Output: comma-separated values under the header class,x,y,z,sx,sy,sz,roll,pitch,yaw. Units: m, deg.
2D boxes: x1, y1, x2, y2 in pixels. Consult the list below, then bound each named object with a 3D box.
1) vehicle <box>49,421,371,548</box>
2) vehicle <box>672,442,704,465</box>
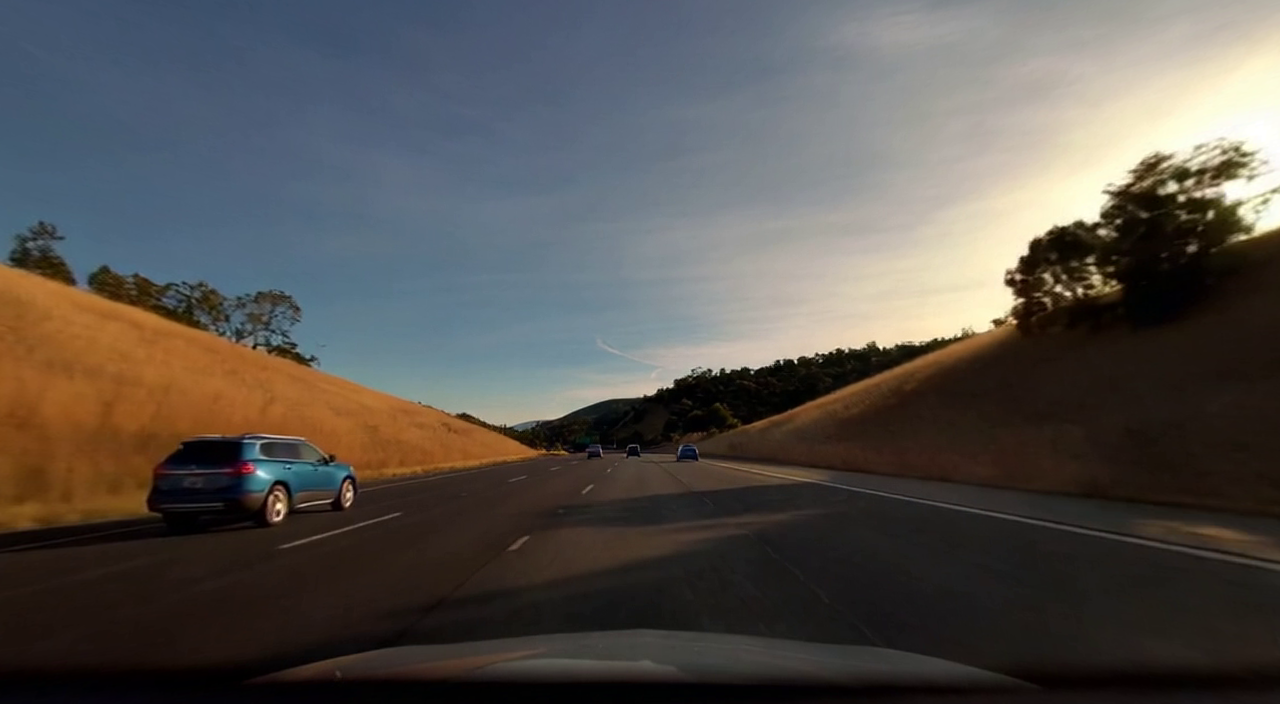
class,x,y,z,sx,sy,sz,roll,pitch,yaw
vehicle,-7.103,2.220,11.383,2.285,1.759,4.968,0,-8,0
vehicle,3.660,7.887,49.100,1.995,1.712,4.206,0,-8,-2
